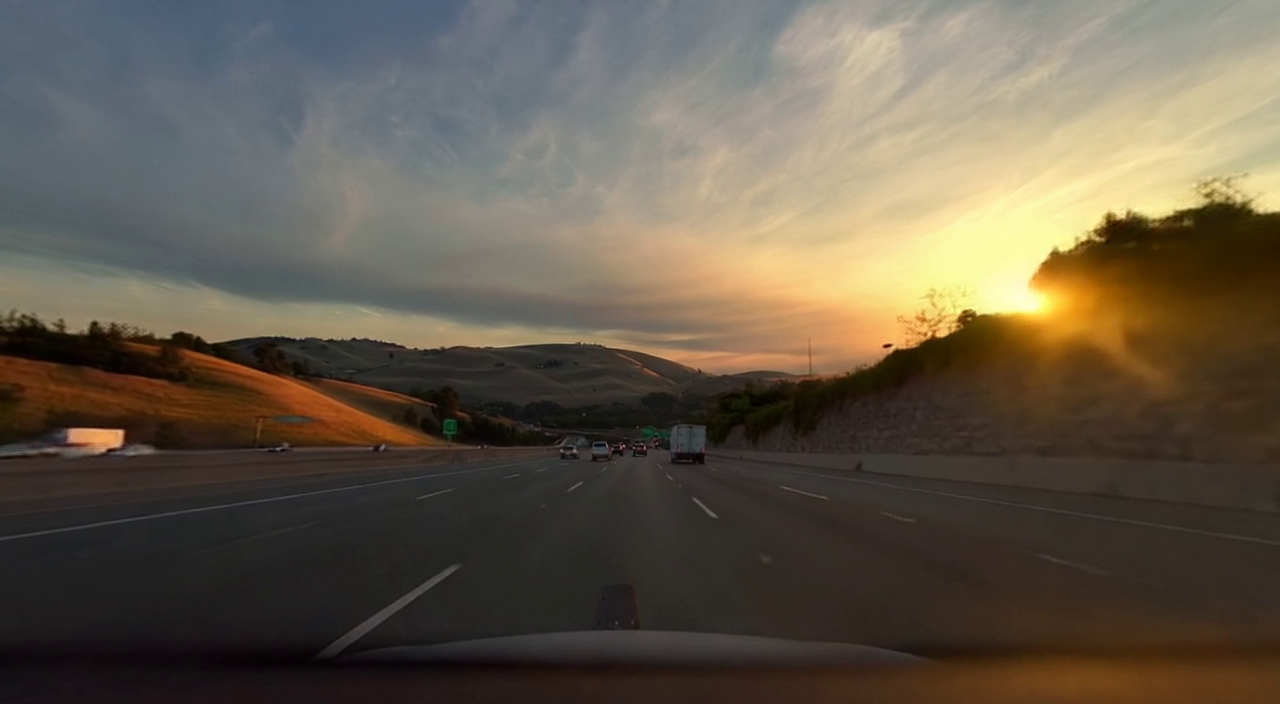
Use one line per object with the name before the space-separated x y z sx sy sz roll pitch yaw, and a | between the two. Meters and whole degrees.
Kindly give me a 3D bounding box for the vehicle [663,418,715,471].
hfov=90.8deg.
vehicle | 3.148 6.267 42.483 2.795 3.187 7.205 -1 -9 -1
